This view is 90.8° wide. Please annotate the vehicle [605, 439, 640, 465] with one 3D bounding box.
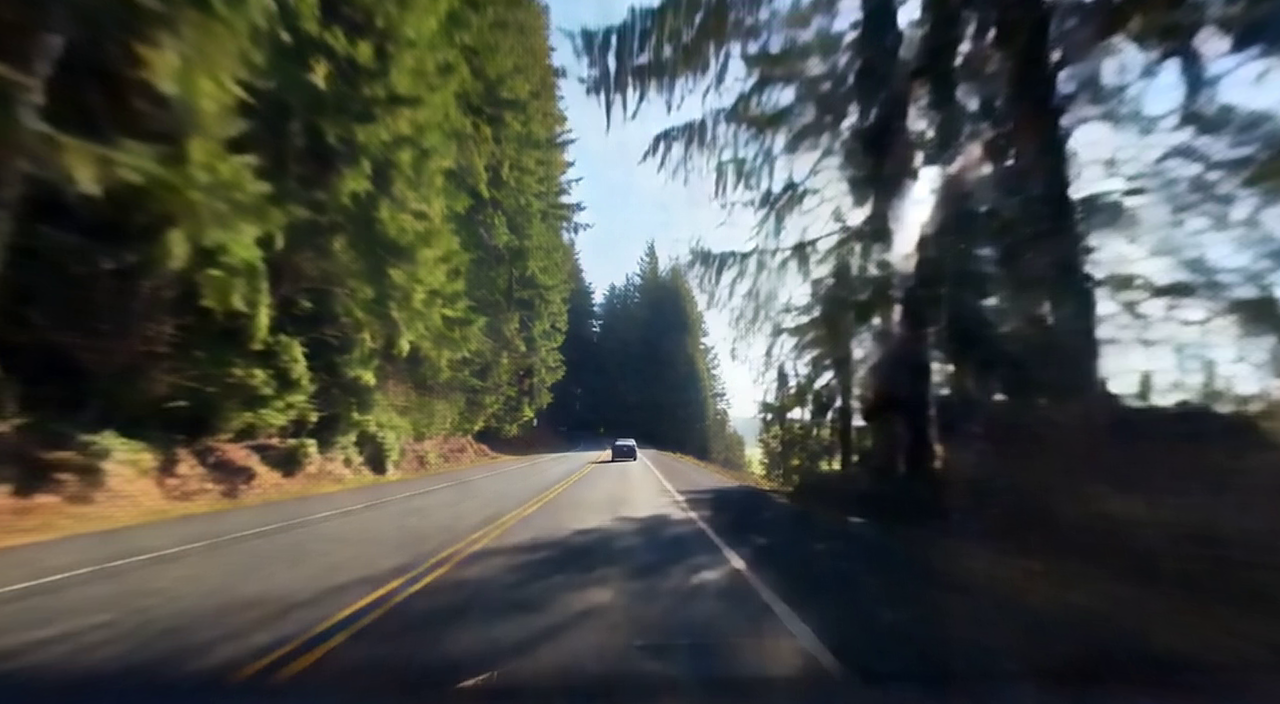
[{"bbox_3d":[-1.093,6.143,38.914,2.042,1.489,3.963,0,-9,-2],"label":"vehicle"}]
